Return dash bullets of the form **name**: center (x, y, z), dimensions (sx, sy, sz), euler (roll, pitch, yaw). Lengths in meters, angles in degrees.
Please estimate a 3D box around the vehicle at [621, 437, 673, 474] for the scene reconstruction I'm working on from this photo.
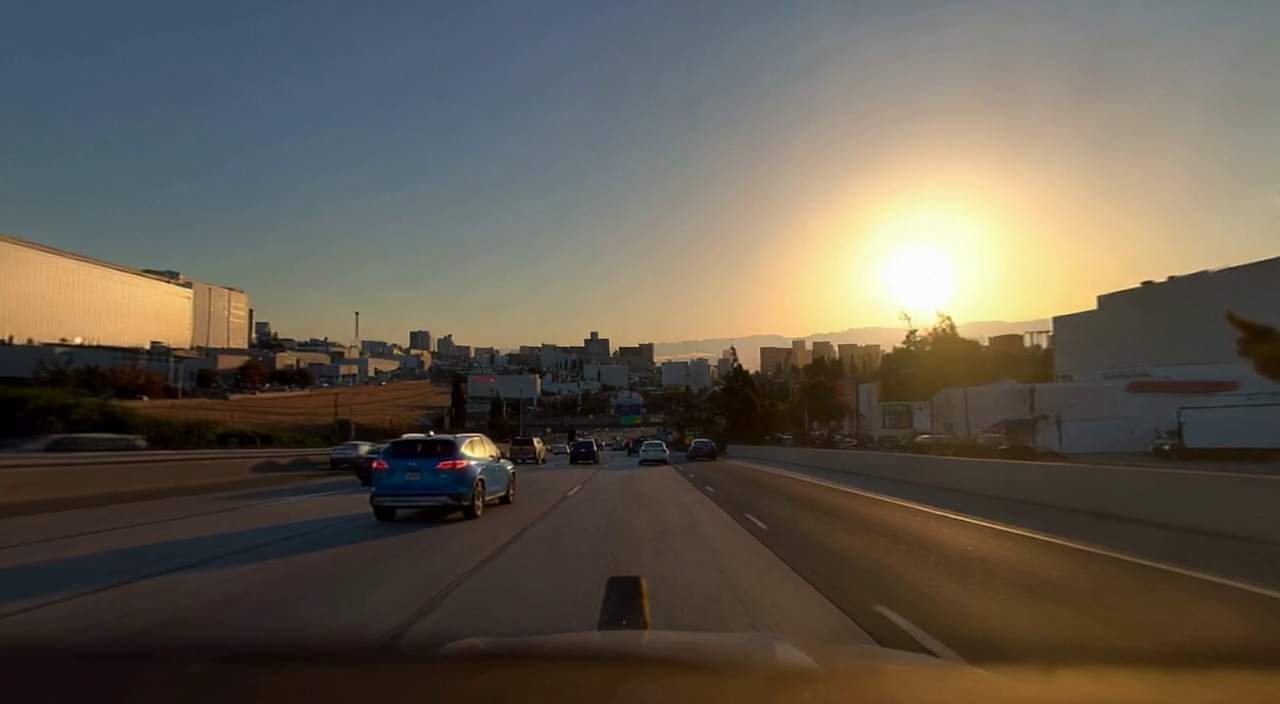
- **vehicle**: center (0.277, 4.449, 27.416), dimensions (2.090, 1.474, 3.970), euler (0, -8, 0)

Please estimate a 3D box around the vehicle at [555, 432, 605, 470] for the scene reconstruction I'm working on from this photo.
- **vehicle**: center (-2.943, 4.978, 31.817), dimensions (2.007, 1.730, 4.412), euler (0, -8, 1)

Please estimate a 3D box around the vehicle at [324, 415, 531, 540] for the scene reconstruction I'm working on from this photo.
- **vehicle**: center (-3.295, 2.046, 10.918), dimensions (1.961, 1.687, 4.453), euler (0, -8, 1)

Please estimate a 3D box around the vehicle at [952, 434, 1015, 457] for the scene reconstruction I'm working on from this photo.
- **vehicle**: center (23.300, 6.350, 43.010), dimensions (1.854, 1.463, 4.371), euler (0, -8, 1)

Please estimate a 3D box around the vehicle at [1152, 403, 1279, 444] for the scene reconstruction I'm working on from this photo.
- **vehicle**: center (46.198, 5.622, 49.169), dimensions (9.807, 3.112, 2.892), euler (0, -8, 1)

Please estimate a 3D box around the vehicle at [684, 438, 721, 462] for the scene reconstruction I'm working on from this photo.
- **vehicle**: center (4.150, 6.575, 42.470), dimensions (1.980, 1.492, 4.442), euler (0, -8, -1)

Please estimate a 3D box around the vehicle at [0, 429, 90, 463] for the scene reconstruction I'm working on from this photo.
- **vehicle**: center (-27.149, 4.246, 28.416), dimensions (1.525, 1.404, 3.423), euler (-2, -8, 2)
